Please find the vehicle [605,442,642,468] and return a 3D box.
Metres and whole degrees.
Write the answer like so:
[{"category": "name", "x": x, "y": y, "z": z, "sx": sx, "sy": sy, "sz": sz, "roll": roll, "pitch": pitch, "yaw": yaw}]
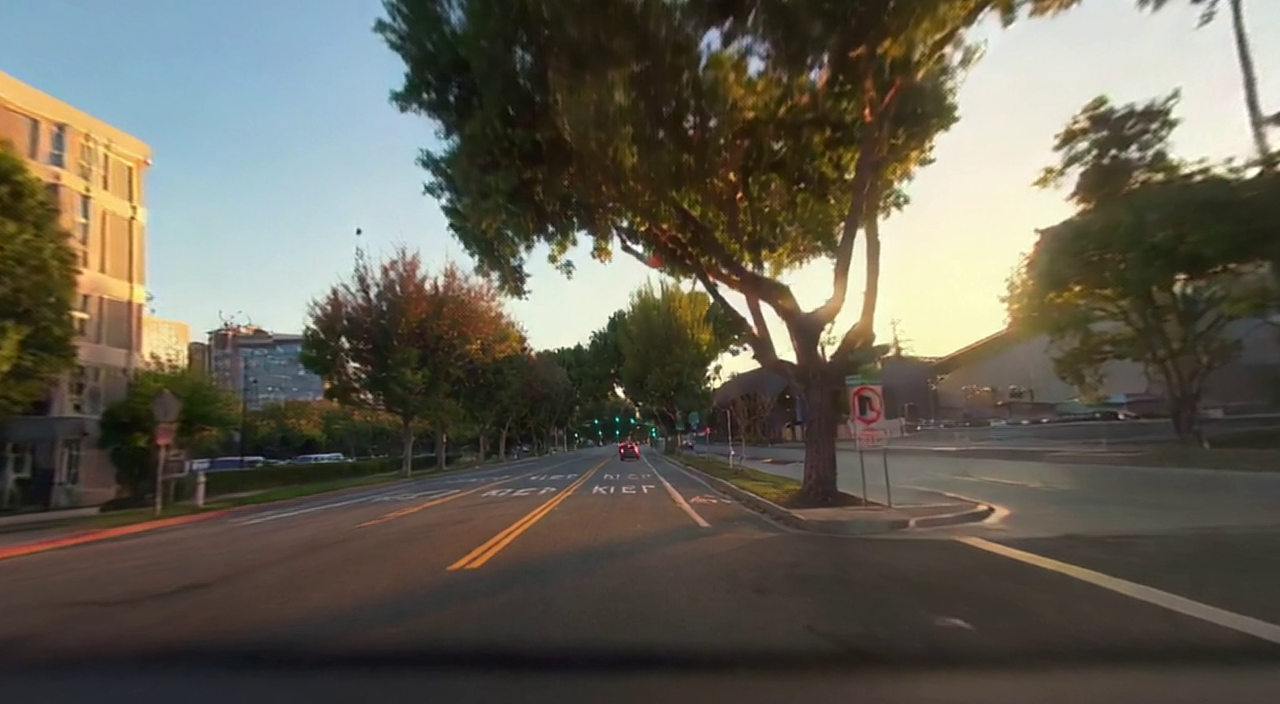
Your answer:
[{"category": "vehicle", "x": -1.018, "y": 6.309, "z": 38.996, "sx": 2.131, "sy": 1.474, "sz": 4.146, "roll": 0, "pitch": -8, "yaw": -1}]
